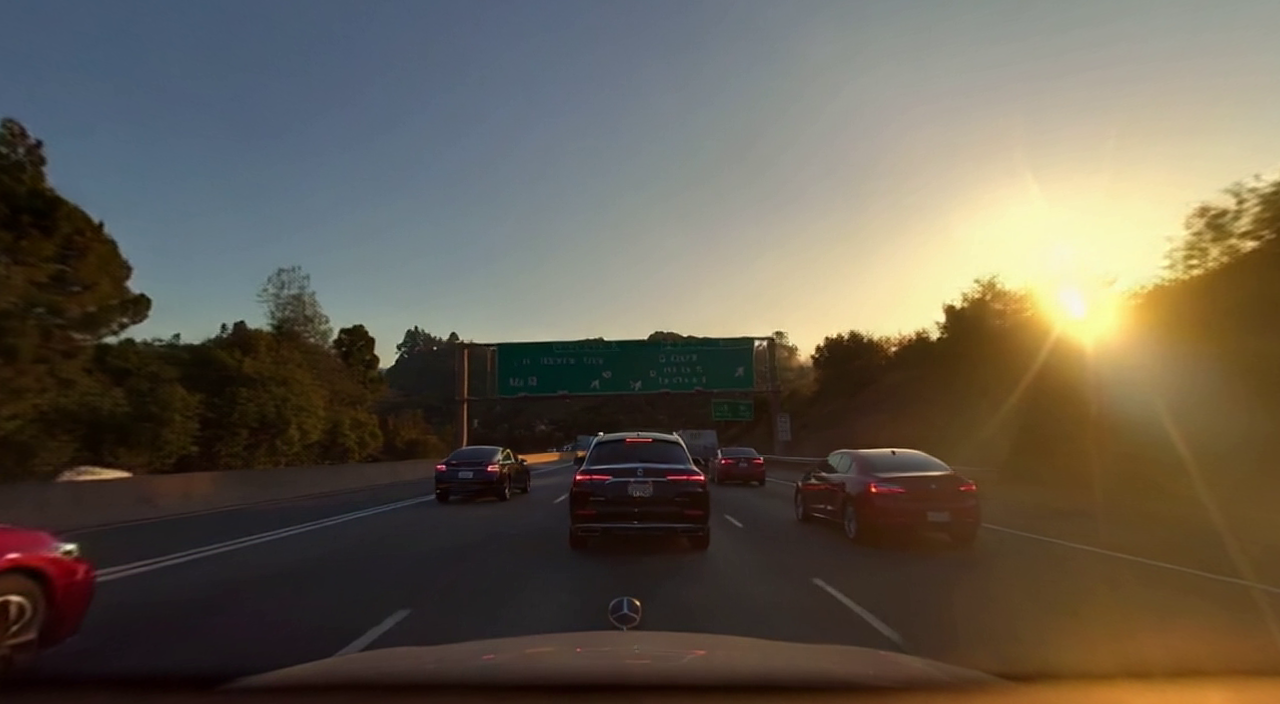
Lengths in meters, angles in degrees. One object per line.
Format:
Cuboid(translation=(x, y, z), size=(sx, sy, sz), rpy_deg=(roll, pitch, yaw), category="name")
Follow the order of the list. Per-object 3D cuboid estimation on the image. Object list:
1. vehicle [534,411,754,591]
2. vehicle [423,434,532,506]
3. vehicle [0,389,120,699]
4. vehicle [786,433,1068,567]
Cuboid(translation=(-0.011, 1.715, 7.987), size=(2.093, 1.695, 3.782), rpy_deg=(0, -9, -2), category="vehicle")
Cuboid(translation=(-4.251, 3.151, 17.148), size=(1.890, 1.708, 3.844), rpy_deg=(0, -9, 0), category="vehicle")
Cuboid(translation=(-4.542, 0.812, 1.918), size=(2.173, 1.660, 4.373), rpy_deg=(0, -9, -1), category="vehicle")
Cuboid(translation=(3.677, 1.976, 9.210), size=(1.953, 1.434, 4.511), rpy_deg=(0, -9, -1), category="vehicle")
